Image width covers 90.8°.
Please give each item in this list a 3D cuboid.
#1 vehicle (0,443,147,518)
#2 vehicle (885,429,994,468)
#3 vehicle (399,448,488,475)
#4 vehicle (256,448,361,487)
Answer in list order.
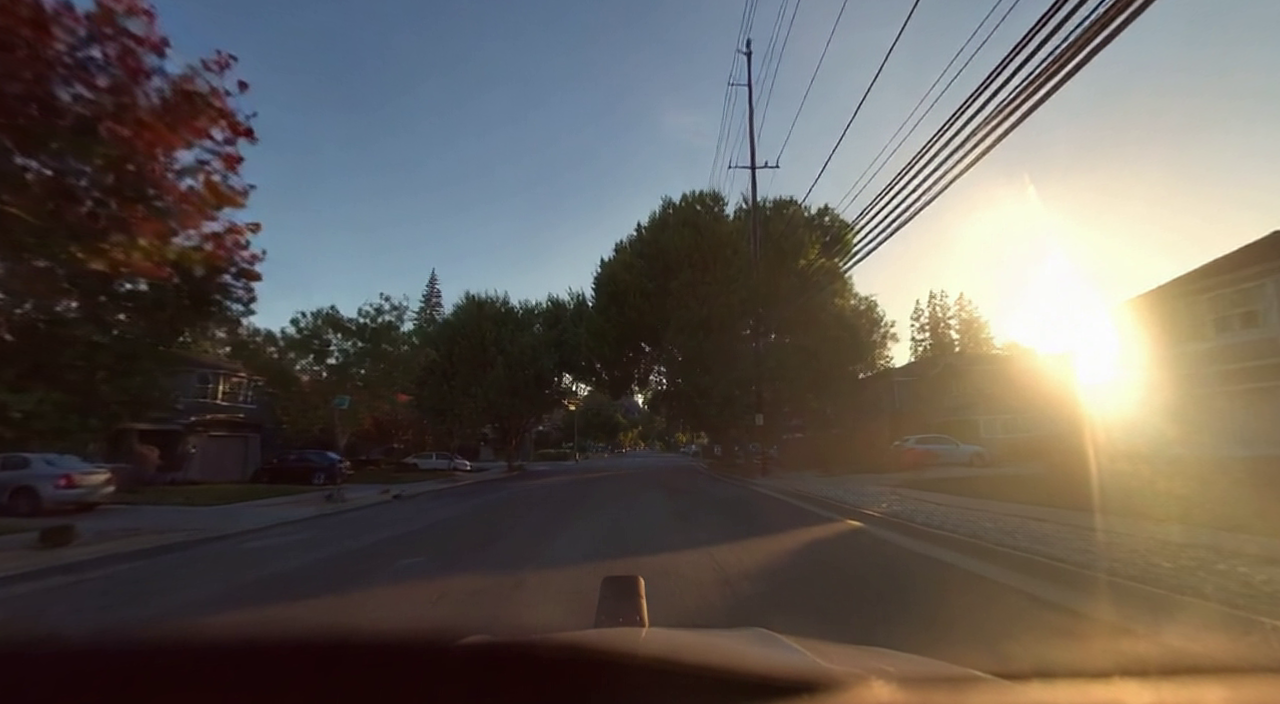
[{"bbox_3d":[-15.229,3.206,16.170,4.232,1.693,1.949,-3,-9,18],"label":"vehicle"},{"bbox_3d":[14.880,4.845,31.601,4.373,1.759,2.093,0,-10,5],"label":"vehicle"},{"bbox_3d":[-12.462,6.960,40.288,4.893,1.567,2.105,-1,-9,6],"label":"vehicle"},{"bbox_3d":[-14.957,5.205,28.941,1.978,1.586,5.192,0,-9,0],"label":"vehicle"}]
